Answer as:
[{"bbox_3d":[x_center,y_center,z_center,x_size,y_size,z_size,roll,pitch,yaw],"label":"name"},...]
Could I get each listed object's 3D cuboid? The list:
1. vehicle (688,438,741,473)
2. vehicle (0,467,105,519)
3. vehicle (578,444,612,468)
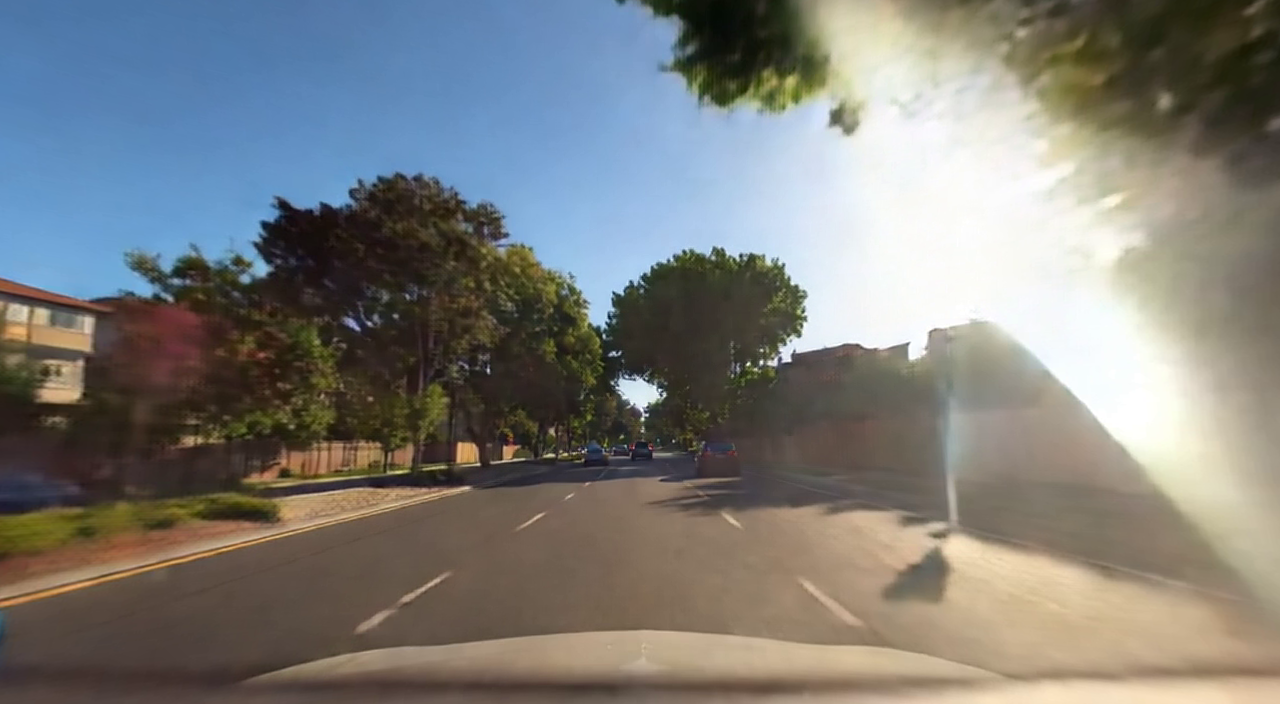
[{"bbox_3d":[3.831,5.400,33.069,2.182,1.688,4.187,0,-9,-1],"label":"vehicle"},{"bbox_3d":[-21.088,4.683,21.037,1.960,1.492,5.090,0,-9,1],"label":"vehicle"},{"bbox_3d":[-2.981,6.961,42.392,1.940,1.473,4.133,0,-9,1],"label":"vehicle"}]
